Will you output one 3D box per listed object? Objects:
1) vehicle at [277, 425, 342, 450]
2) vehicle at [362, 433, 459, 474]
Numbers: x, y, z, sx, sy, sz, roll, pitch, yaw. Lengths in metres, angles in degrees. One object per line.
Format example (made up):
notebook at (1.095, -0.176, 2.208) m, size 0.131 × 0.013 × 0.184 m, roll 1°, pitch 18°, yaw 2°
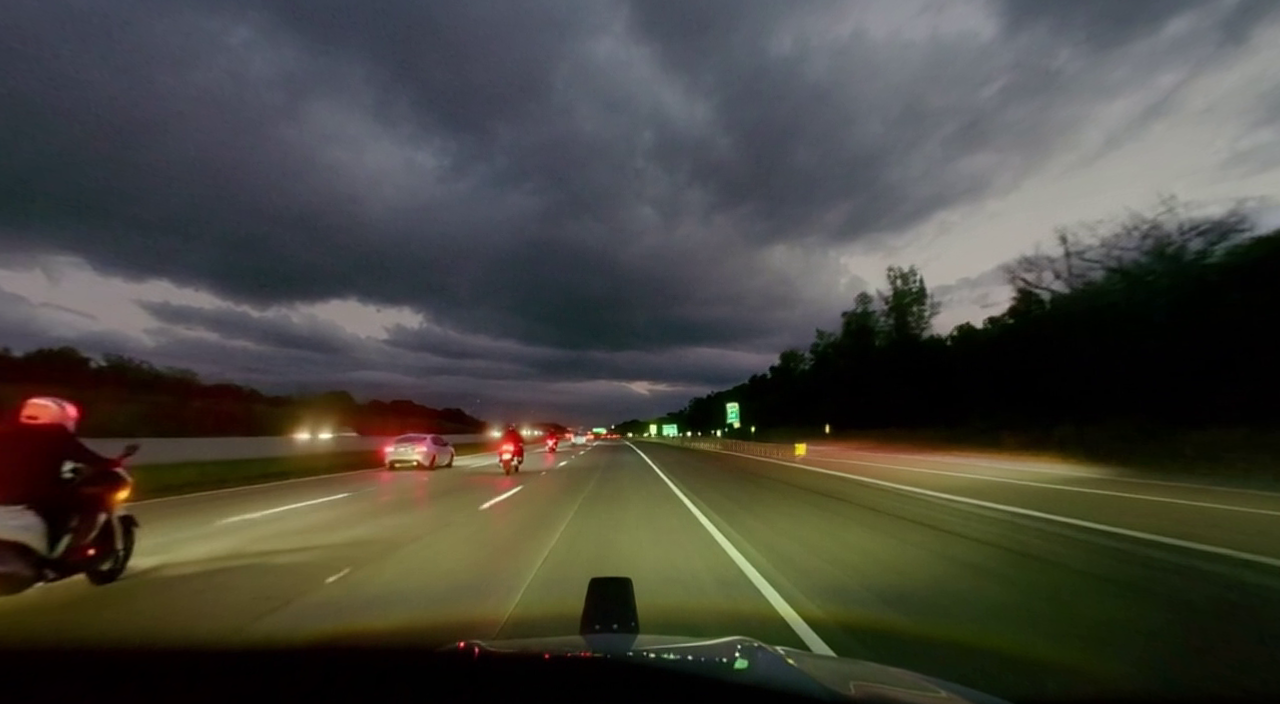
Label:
vehicle at (-21.560, 5.610, 41.297) m, size 1.845 × 1.497 × 4.587 m, roll 0°, pitch -8°, yaw -1°
vehicle at (-8.673, 3.868, 24.336) m, size 2.053 × 1.409 × 4.704 m, roll 0°, pitch -8°, yaw -1°
